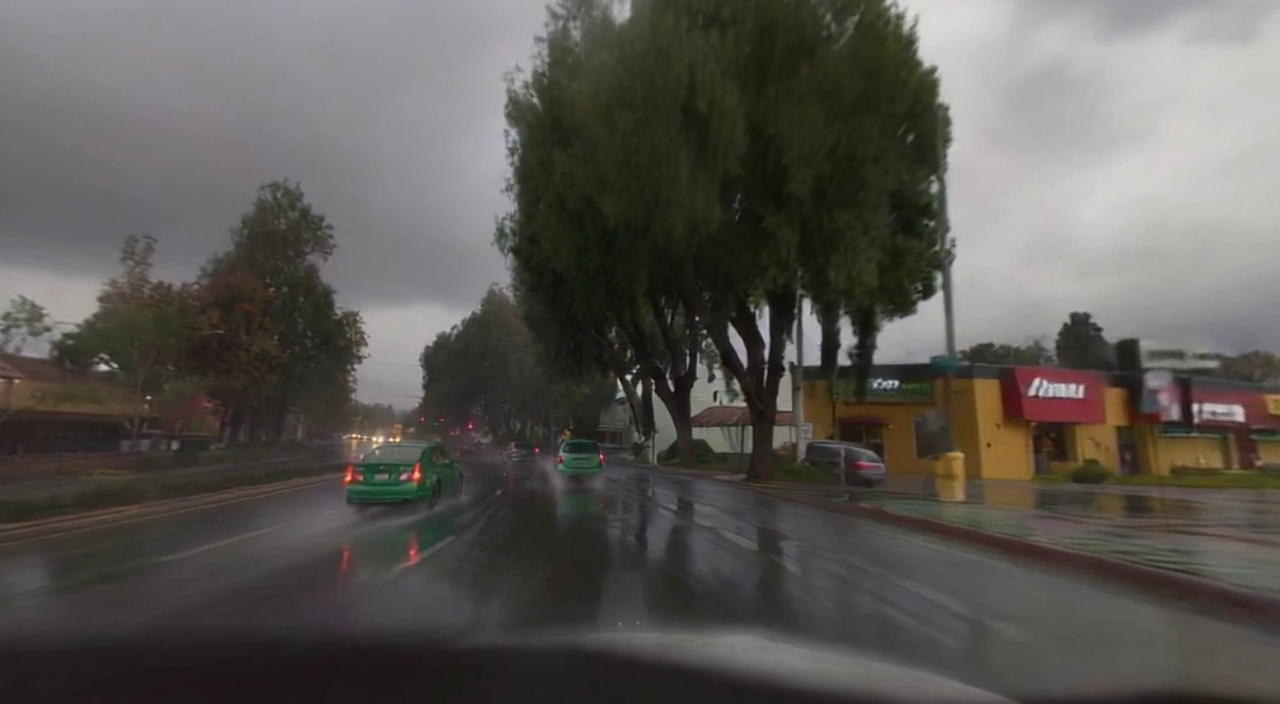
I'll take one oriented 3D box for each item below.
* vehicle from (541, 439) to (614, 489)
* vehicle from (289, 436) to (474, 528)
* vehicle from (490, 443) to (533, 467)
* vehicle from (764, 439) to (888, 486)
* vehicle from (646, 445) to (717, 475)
[{"bbox_3d":[-2.227,3.739,21.415,2.001,1.483,4.442,2,-9,-11],"label":"vehicle"},{"bbox_3d":[-4.878,2.492,12.801,2.105,1.477,4.857,1,-8,-5],"label":"vehicle"},{"bbox_3d":[-8.306,6.565,40.443,1.920,1.416,4.310,3,-9,-22],"label":"vehicle"},{"bbox_3d":[7.476,4.477,25.858,2.095,1.697,4.801,4,-9,-27],"label":"vehicle"},{"bbox_3d":[2.213,5.886,34.669,1.952,1.547,4.091,5,-10,-29],"label":"vehicle"}]
